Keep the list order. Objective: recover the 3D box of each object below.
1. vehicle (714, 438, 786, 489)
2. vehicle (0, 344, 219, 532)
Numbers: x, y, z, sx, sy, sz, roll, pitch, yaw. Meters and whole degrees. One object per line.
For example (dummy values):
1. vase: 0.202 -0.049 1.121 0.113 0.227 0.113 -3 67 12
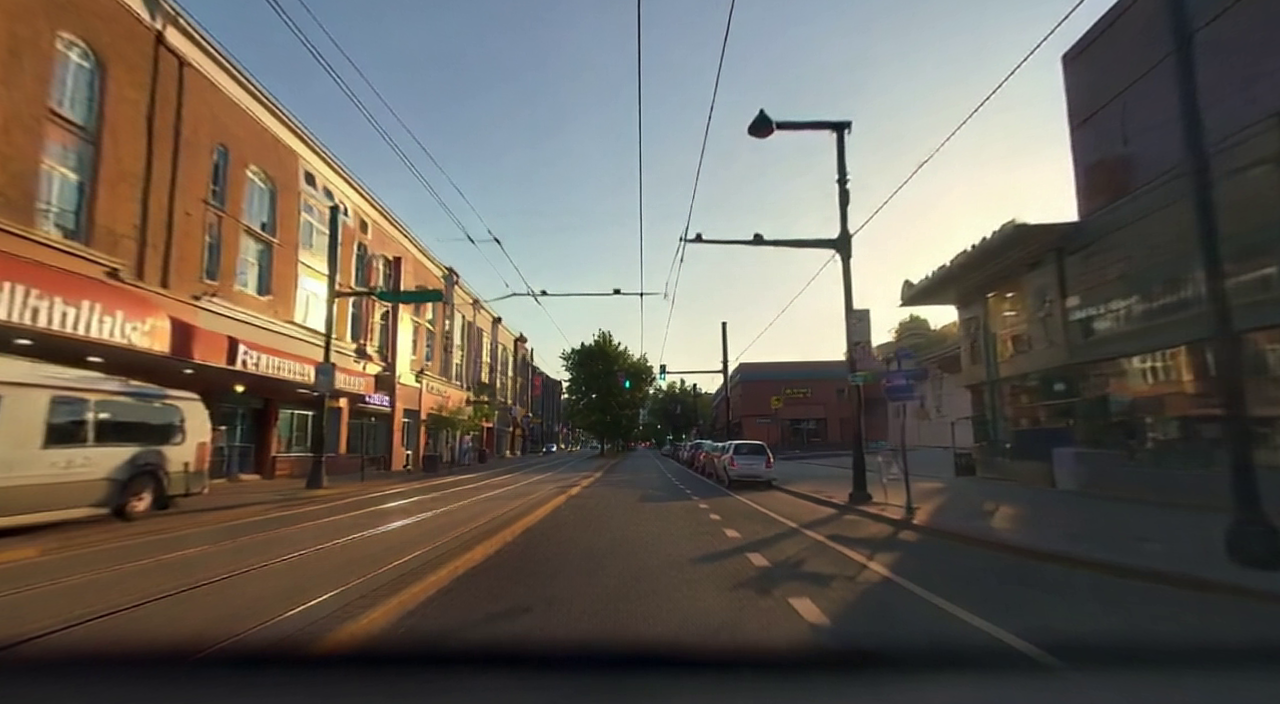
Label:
1. vehicle: 3.571 3.656 21.081 1.819 1.546 3.681 0 -8 1
2. vehicle: -10.663 1.369 10.077 2.378 2.765 7.920 1 -8 -1
